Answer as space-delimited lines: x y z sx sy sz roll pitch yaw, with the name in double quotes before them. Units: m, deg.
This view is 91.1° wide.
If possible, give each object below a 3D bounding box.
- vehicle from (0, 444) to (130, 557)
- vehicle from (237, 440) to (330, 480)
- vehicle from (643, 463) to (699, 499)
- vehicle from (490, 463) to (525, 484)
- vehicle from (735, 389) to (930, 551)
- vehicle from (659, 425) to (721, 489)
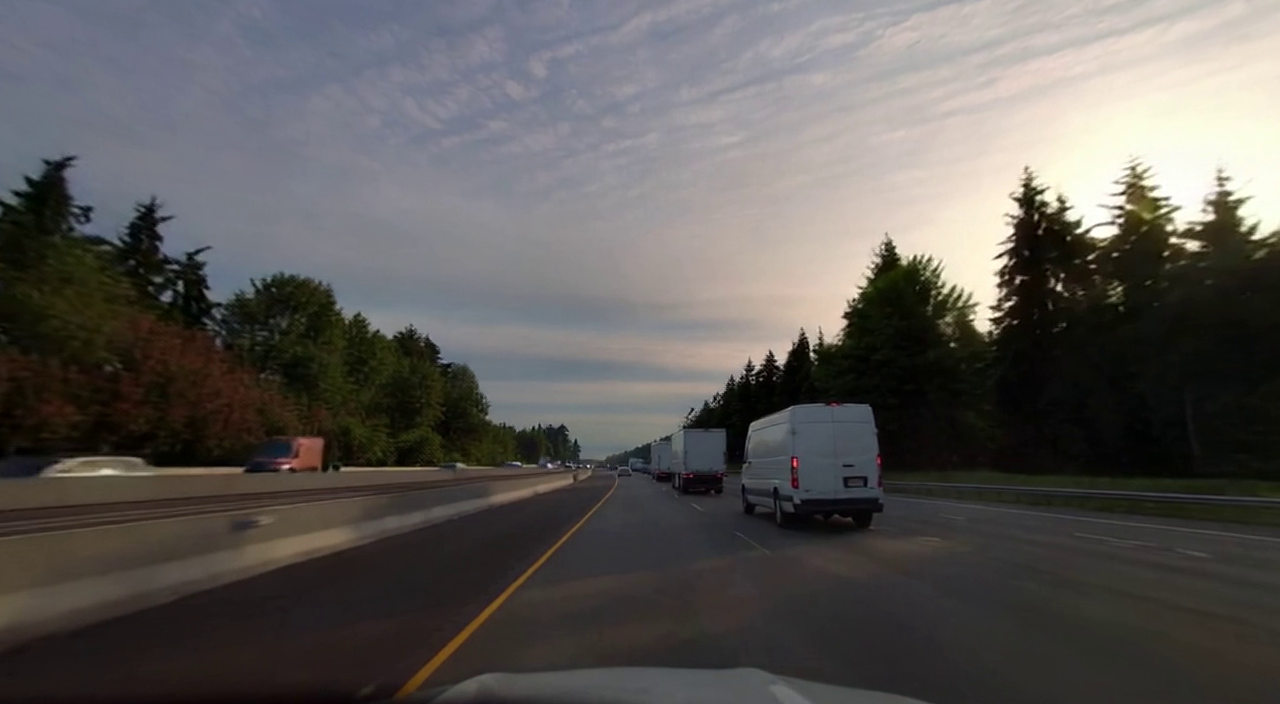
"vehicle" -9.395 1.885 7.952 1.913 1.466 4.660 1 -10 0
"vehicle" -21.287 6.532 37.847 2.411 2.215 5.380 1 -10 -1
"vehicle" 1.333 5.847 28.690 2.081 1.453 4.300 1 -10 -3
"vehicle" -10.028 9.216 47.831 1.866 1.458 4.041 1 -10 -1
"vehicle" 3.590 2.435 13.150 2.291 2.639 5.280 1 -10 -1
"vehicle" 3.463 8.091 47.761 2.897 4.071 14.327 1 -10 -3
